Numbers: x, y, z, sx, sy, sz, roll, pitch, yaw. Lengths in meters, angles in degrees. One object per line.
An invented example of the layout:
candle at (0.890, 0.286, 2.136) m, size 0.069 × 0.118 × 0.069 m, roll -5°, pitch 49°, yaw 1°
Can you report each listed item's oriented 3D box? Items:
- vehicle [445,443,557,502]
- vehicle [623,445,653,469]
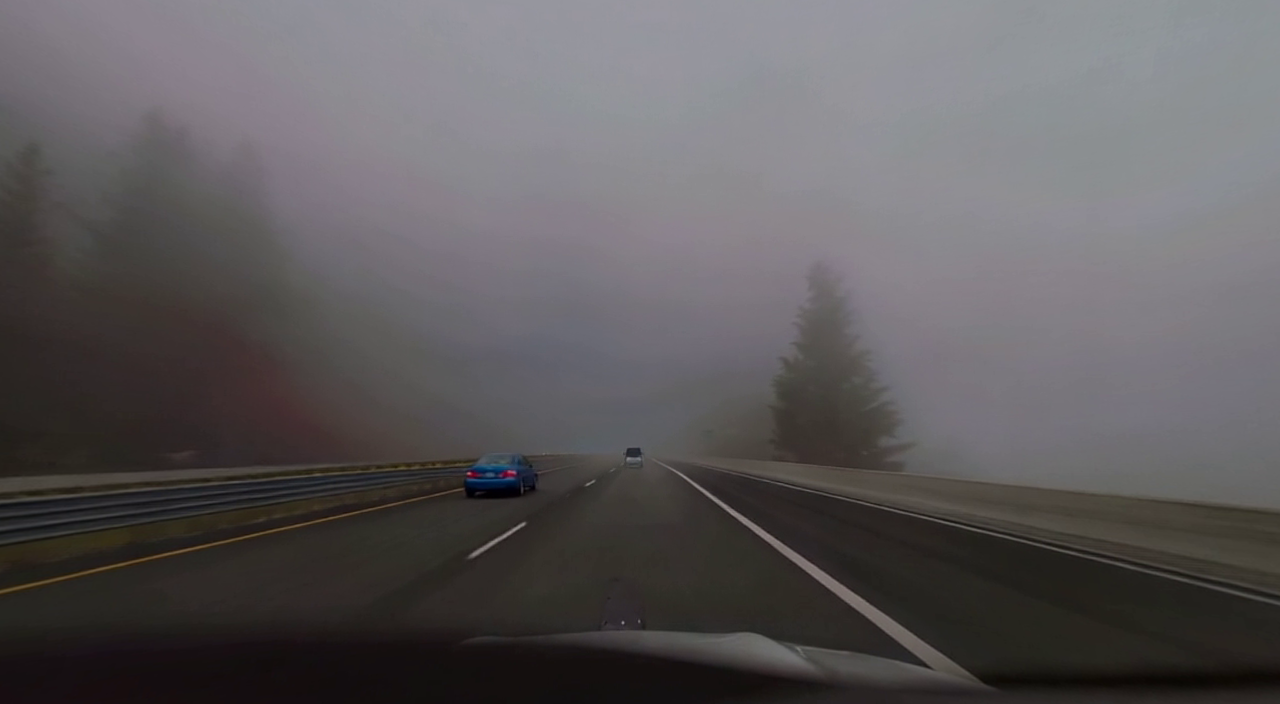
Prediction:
vehicle at (-3.850, 3.437, 18.415) m, size 2.157 × 1.483 × 4.601 m, roll 0°, pitch -9°, yaw 1°
vehicle at (-0.098, 7.225, 43.434) m, size 2.011 × 1.590 × 3.607 m, roll 0°, pitch -9°, yaw 1°
